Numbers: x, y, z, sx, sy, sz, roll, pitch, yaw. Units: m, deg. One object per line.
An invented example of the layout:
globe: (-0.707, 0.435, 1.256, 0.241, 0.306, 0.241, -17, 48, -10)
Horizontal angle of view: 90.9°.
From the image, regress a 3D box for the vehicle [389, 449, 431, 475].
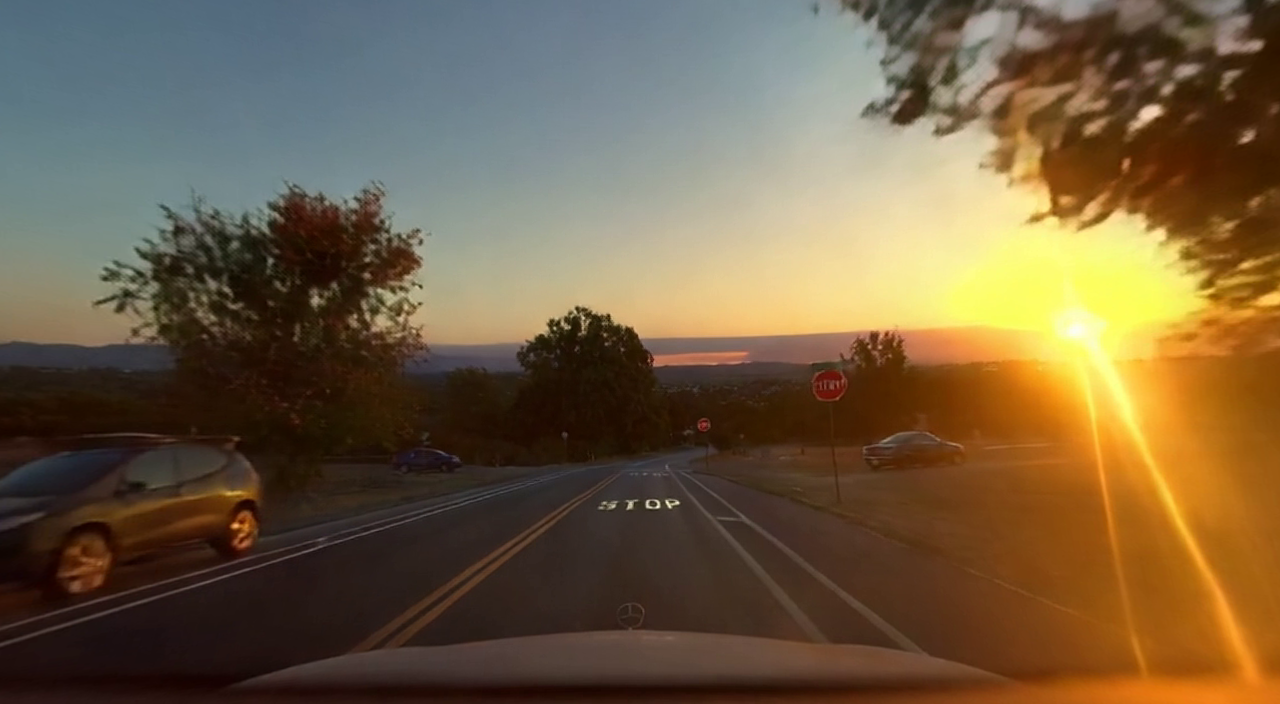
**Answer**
vehicle: (-17.593, 8.452, 48.360, 1.849, 1.831, 3.980, -1, -11, -4)

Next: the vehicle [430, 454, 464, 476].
vehicle: (-14.392, 8.405, 47.197, 1.739, 1.539, 3.548, 1, -9, -6)

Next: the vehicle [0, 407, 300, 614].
vehicle: (-6.429, 1.825, 7.778, 1.992, 1.797, 4.372, -3, -10, 0)
